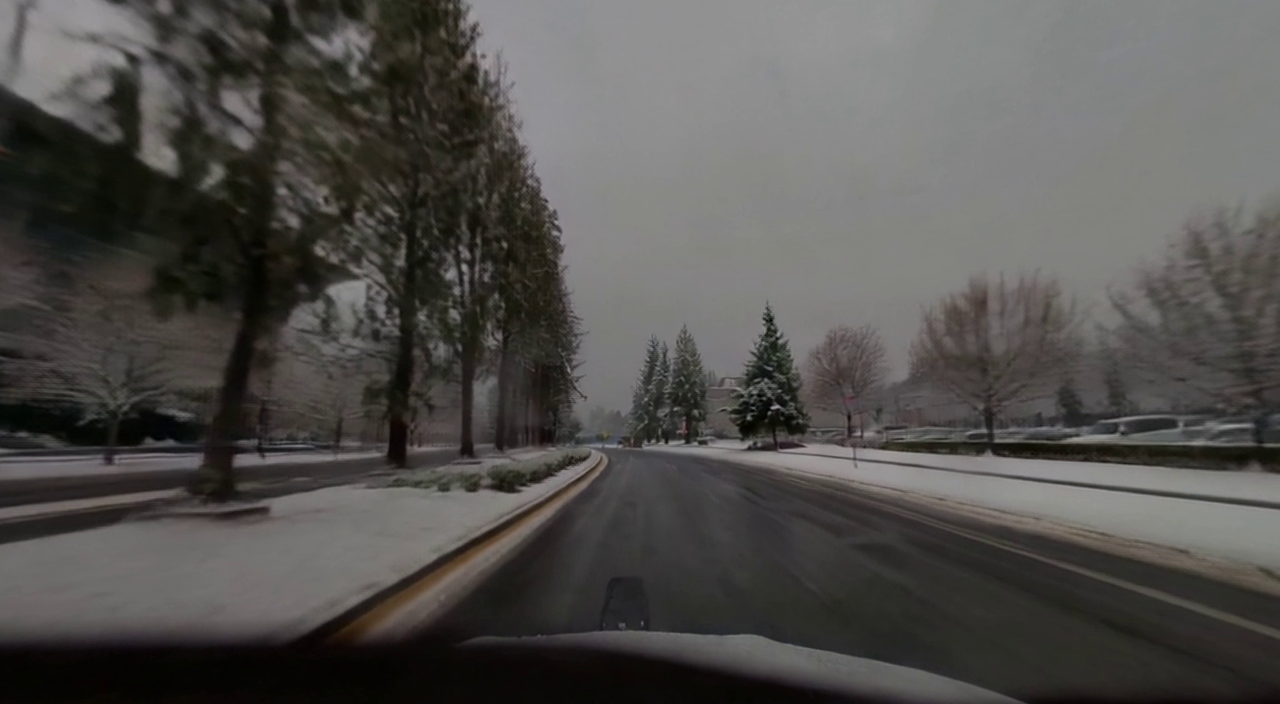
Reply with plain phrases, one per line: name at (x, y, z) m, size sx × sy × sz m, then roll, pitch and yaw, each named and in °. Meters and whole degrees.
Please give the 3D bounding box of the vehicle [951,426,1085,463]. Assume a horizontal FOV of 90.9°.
vehicle at (15.472, 3.780, 25.995) m, size 4.120 × 1.357 × 2.170 m, roll -2°, pitch -6°, yaw 3°

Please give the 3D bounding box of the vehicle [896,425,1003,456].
vehicle at (16.006, 4.601, 32.727) m, size 4.526 × 1.517 × 1.979 m, roll 1°, pitch -8°, yaw -5°

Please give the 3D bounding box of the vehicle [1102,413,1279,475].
vehicle at (16.647, 2.707, 18.804) m, size 4.230 × 1.715 × 2.000 m, roll 0°, pitch -7°, yaw -5°
